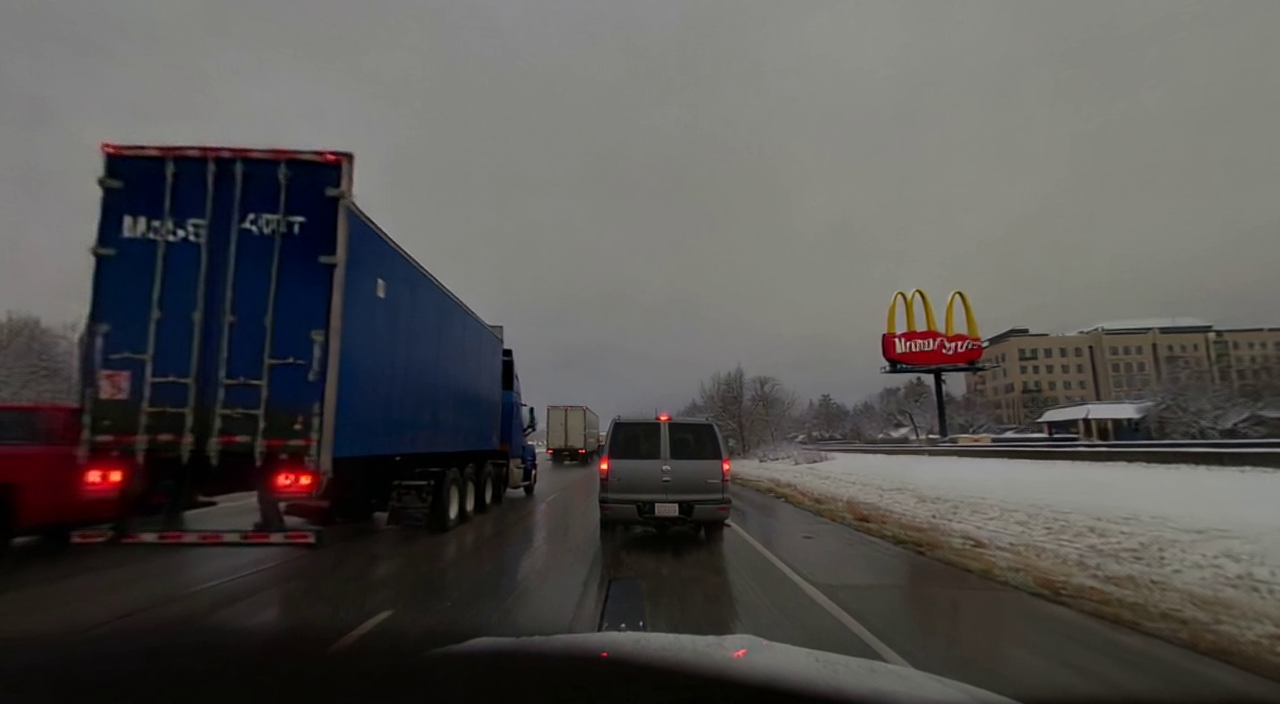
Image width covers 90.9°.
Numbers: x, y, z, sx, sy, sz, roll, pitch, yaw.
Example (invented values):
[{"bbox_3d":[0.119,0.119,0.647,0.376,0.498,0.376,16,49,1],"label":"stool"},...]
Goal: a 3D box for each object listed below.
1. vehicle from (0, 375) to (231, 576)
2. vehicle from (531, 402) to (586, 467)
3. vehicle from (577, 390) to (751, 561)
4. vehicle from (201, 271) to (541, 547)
[{"bbox_3d":[-7.708,1.397,7.292,2.218,2.047,5.586,0,-9,-1],"label":"vehicle"},{"bbox_3d":[-4.992,5.352,40.233,2.617,3.604,9.499,0,-9,-2],"label":"vehicle"},{"bbox_3d":[0.180,1.688,9.178,1.947,1.910,4.040,0,-9,-3],"label":"vehicle"},{"bbox_3d":[-4.014,1.315,12.246,2.814,3.513,8.529,0,-9,0],"label":"vehicle"}]
